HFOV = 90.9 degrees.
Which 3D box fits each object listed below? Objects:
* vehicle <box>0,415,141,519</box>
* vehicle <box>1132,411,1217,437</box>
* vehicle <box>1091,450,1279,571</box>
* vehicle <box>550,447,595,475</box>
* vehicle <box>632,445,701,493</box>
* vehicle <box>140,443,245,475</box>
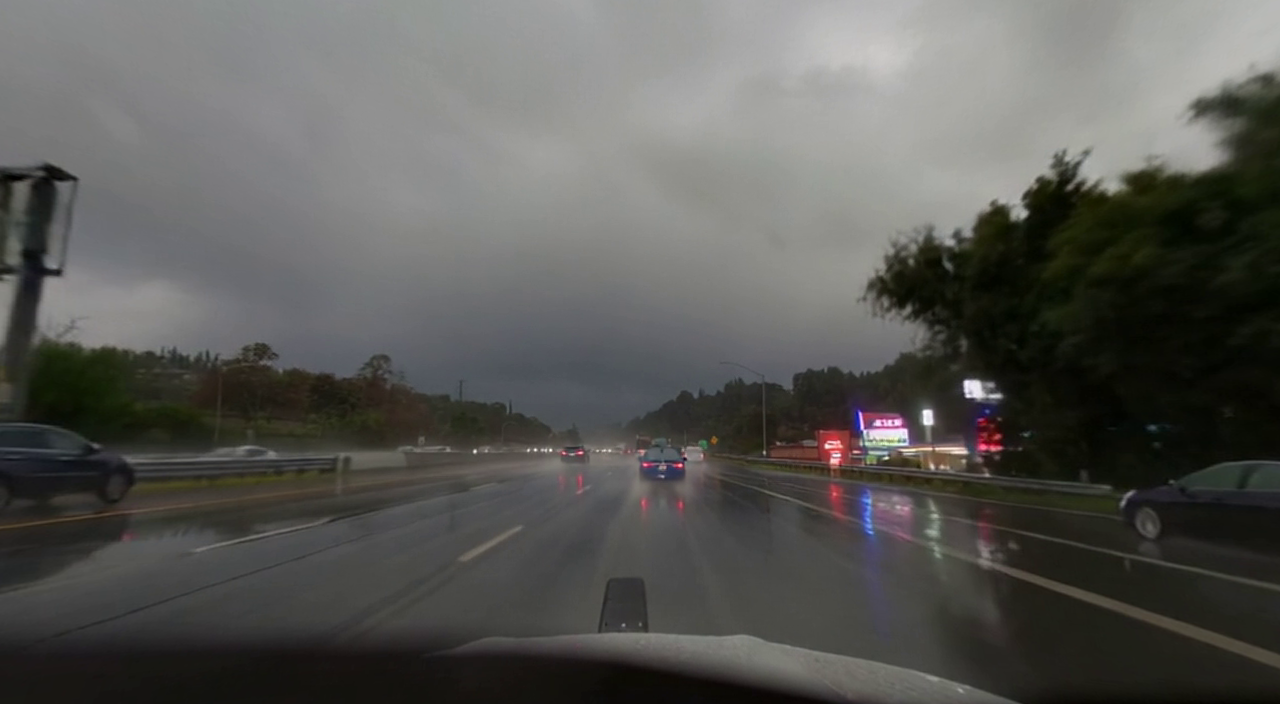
[{"bbox_3d":[-11.299,1.932,10.713,1.950,1.664,4.403,0,-8,1],"label":"vehicle"},{"bbox_3d":[33.340,4.531,39.456,1.782,1.506,3.935,0,-8,-1],"label":"vehicle"},{"bbox_3d":[8.758,2.058,8.484,2.030,1.442,4.358,0,-8,-2],"label":"vehicle"},{"bbox_3d":[-3.837,6.239,36.506,2.047,1.497,4.208,0,-8,2],"label":"vehicle"},{"bbox_3d":[0.836,3.896,21.426,2.113,1.464,4.073,0,-8,1],"label":"vehicle"},{"bbox_3d":[-21.529,5.144,30.610,1.861,1.442,4.319,0,-8,1],"label":"vehicle"}]
